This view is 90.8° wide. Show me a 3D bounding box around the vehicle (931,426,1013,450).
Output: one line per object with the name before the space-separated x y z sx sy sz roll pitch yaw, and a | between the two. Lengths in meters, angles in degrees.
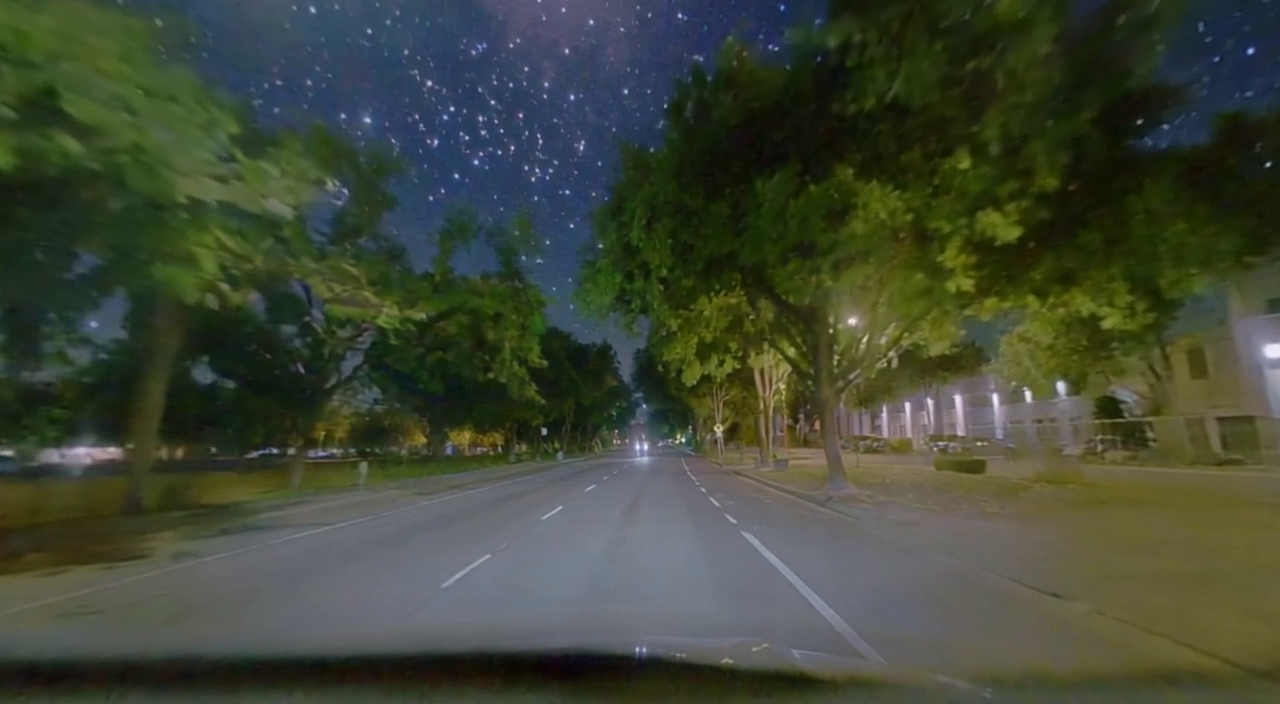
vehicle | 21.719 5.634 41.420 4.293 1.473 1.843 -1 -6 3
